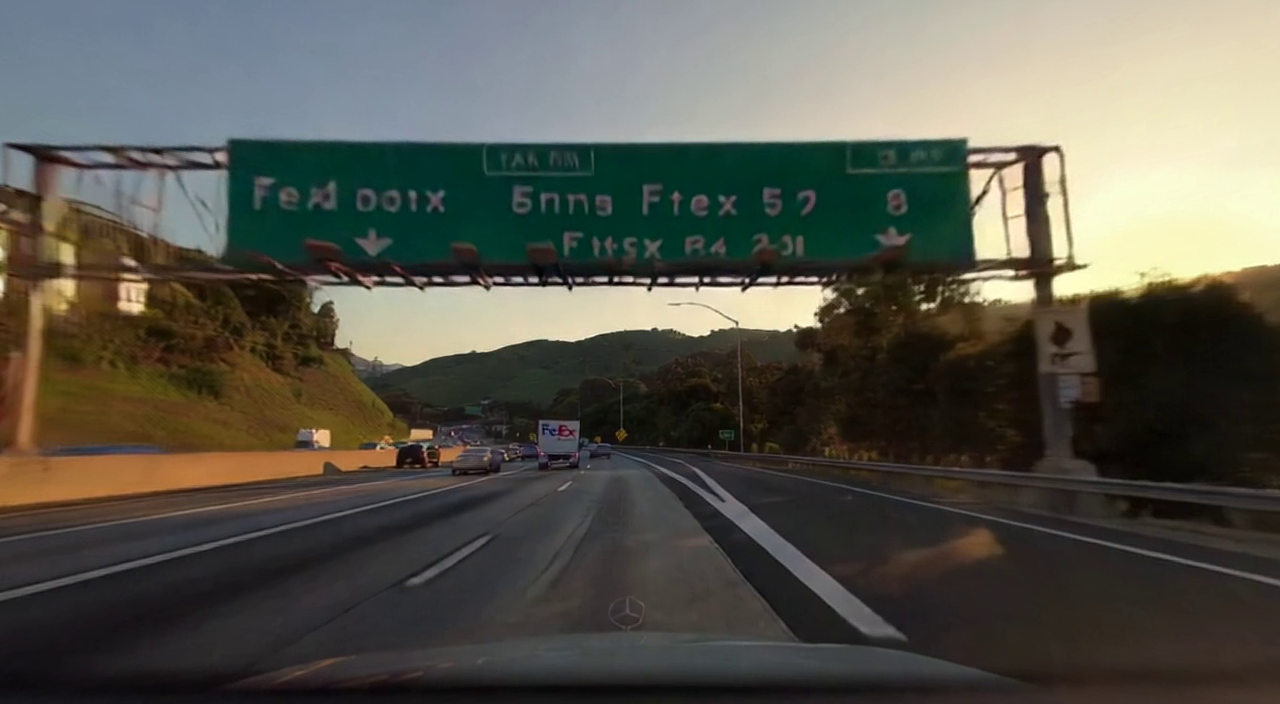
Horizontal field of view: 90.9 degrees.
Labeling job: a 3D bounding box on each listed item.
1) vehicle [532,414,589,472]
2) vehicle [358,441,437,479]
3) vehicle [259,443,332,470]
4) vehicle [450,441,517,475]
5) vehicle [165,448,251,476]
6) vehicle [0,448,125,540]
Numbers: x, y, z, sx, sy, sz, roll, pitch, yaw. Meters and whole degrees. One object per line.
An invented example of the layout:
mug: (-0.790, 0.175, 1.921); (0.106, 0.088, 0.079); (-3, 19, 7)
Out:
vehicle: (-4.785, 5.663, 39.248); (2.798, 3.212, 7.573); (0, -8, -2)
vehicle: (-12.260, 5.461, 32.247); (2.188, 1.784, 4.724); (0, -8, -1)
vehicle: (-21.233, 6.456, 39.116); (2.002, 1.540, 4.662); (0, -8, -1)
vehicle: (-8.564, 5.830, 35.042); (2.461, 1.767, 4.991); (0, -8, -1)
vehicle: (-24.913, 6.330, 36.635); (1.829, 1.450, 4.706); (0, -8, -2)
vehicle: (-11.613, 2.419, 10.772); (1.879, 1.431, 4.425); (2, -8, 0)
